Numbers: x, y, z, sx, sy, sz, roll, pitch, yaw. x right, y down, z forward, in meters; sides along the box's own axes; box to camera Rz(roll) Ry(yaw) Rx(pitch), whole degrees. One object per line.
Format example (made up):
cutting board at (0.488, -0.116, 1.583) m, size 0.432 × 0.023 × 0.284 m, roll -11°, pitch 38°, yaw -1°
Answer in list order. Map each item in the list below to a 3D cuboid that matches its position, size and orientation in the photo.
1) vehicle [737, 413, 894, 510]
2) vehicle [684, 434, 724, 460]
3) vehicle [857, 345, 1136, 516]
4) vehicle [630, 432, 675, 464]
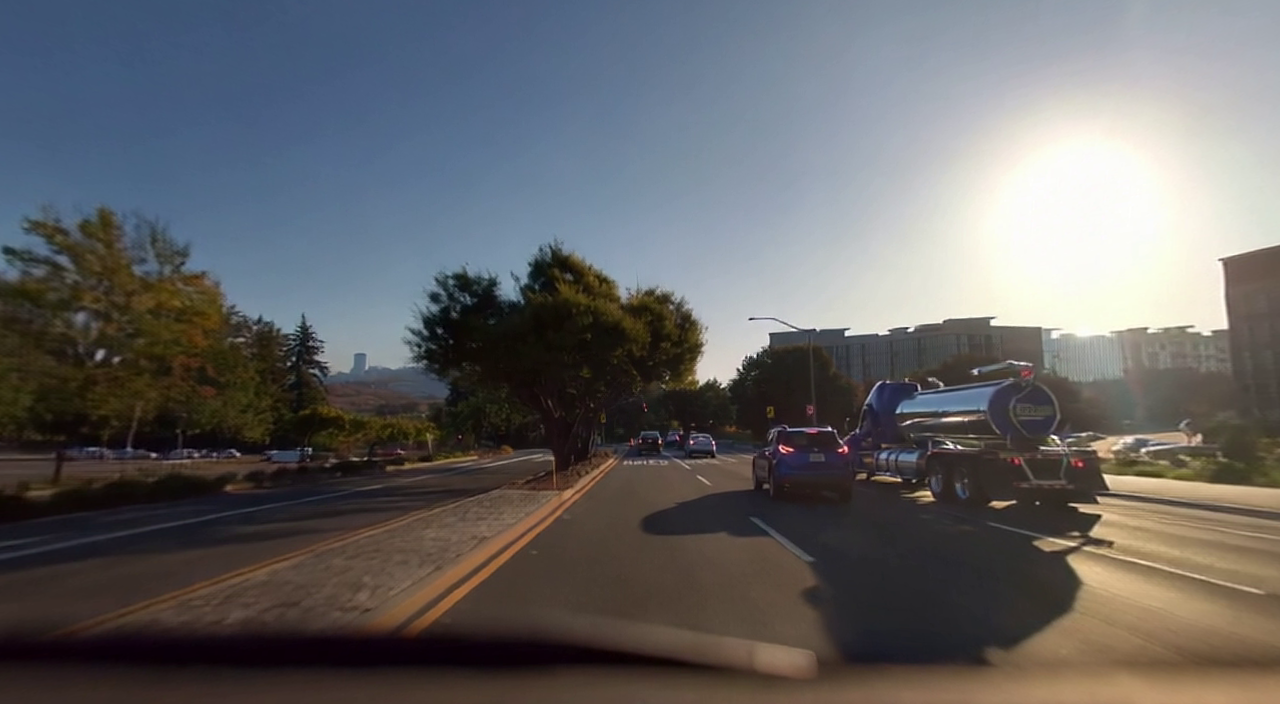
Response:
vehicle at (3.517, 2.305, 13.666) m, size 2.045 × 1.729 × 4.532 m, roll 0°, pitch -8°, yaw -1°
vehicle at (3.843, 5.818, 38.530) m, size 1.917 × 1.475 × 4.081 m, roll 0°, pitch -8°, yaw -1°
vehicle at (7.806, 1.920, 15.092) m, size 2.849 × 3.207 × 6.275 m, roll 0°, pitch -8°, yaw -1°
vehicle at (0.607, 4.901, 32.295) m, size 2.148 × 1.488 × 4.002 m, roll 0°, pitch -8°, yaw 0°
